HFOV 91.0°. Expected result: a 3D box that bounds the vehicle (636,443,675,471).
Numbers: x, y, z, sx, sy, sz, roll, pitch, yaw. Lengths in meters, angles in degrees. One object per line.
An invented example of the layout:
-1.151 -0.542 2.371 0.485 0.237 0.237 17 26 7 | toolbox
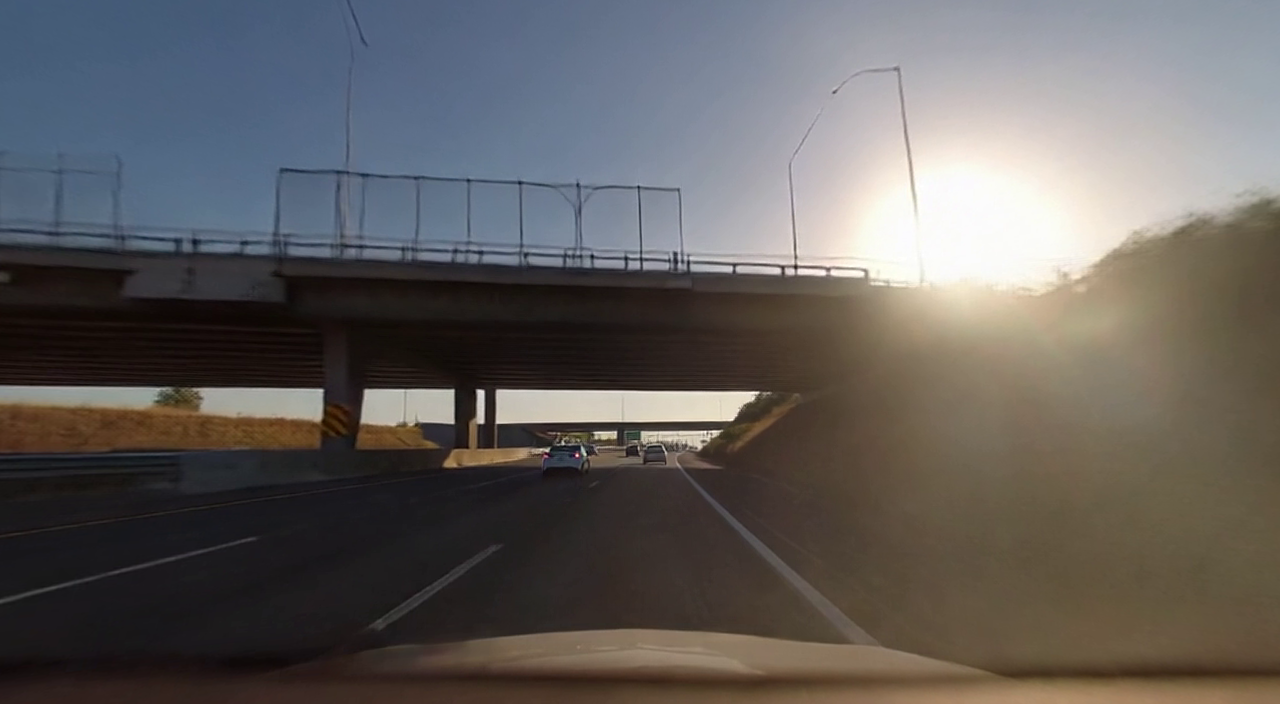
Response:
0.911 6.086 36.610 2.129 1.502 4.321 0 -9 2 | vehicle

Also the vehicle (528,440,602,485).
-2.780 4.247 24.406 2.129 1.563 4.387 -1 -9 3 | vehicle
